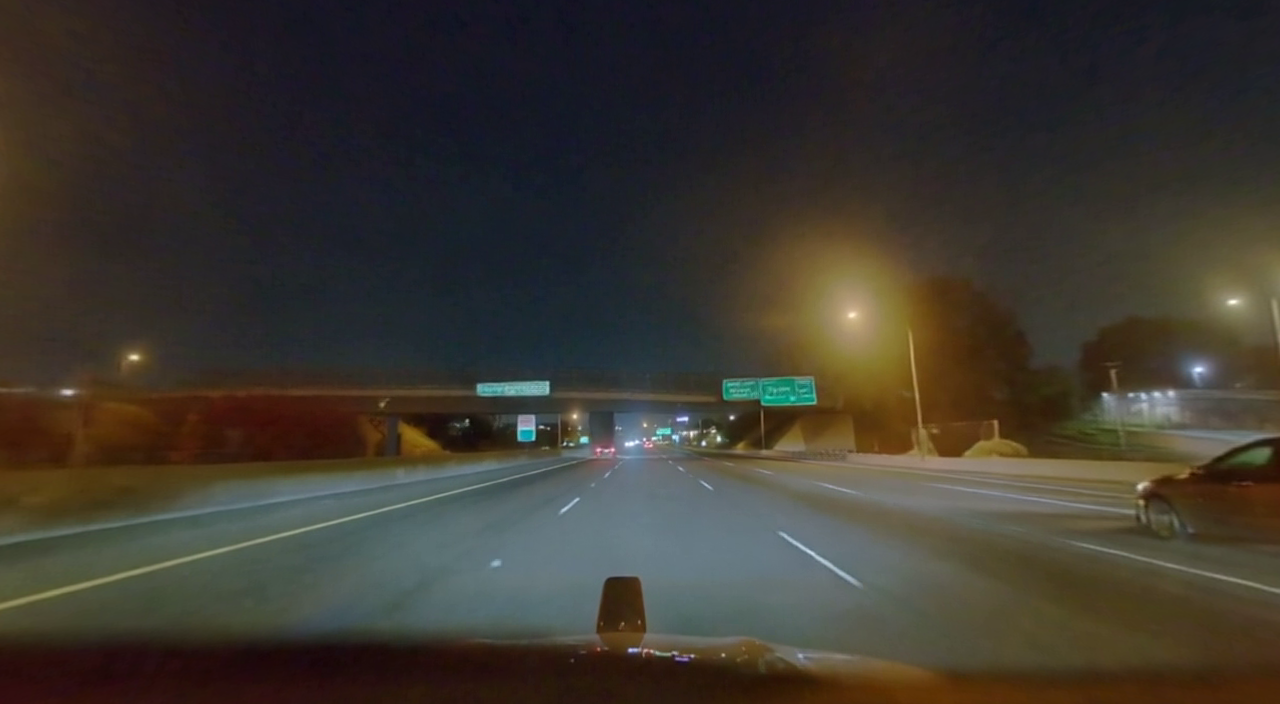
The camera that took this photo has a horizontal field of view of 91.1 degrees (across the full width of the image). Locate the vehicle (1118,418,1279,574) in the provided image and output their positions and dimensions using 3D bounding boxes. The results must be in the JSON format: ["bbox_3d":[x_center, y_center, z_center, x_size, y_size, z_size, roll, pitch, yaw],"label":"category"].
[{"bbox_3d":[7.661,1.451,6.235,2.032,1.601,4.863,0,-8,1],"label":"vehicle"}]
